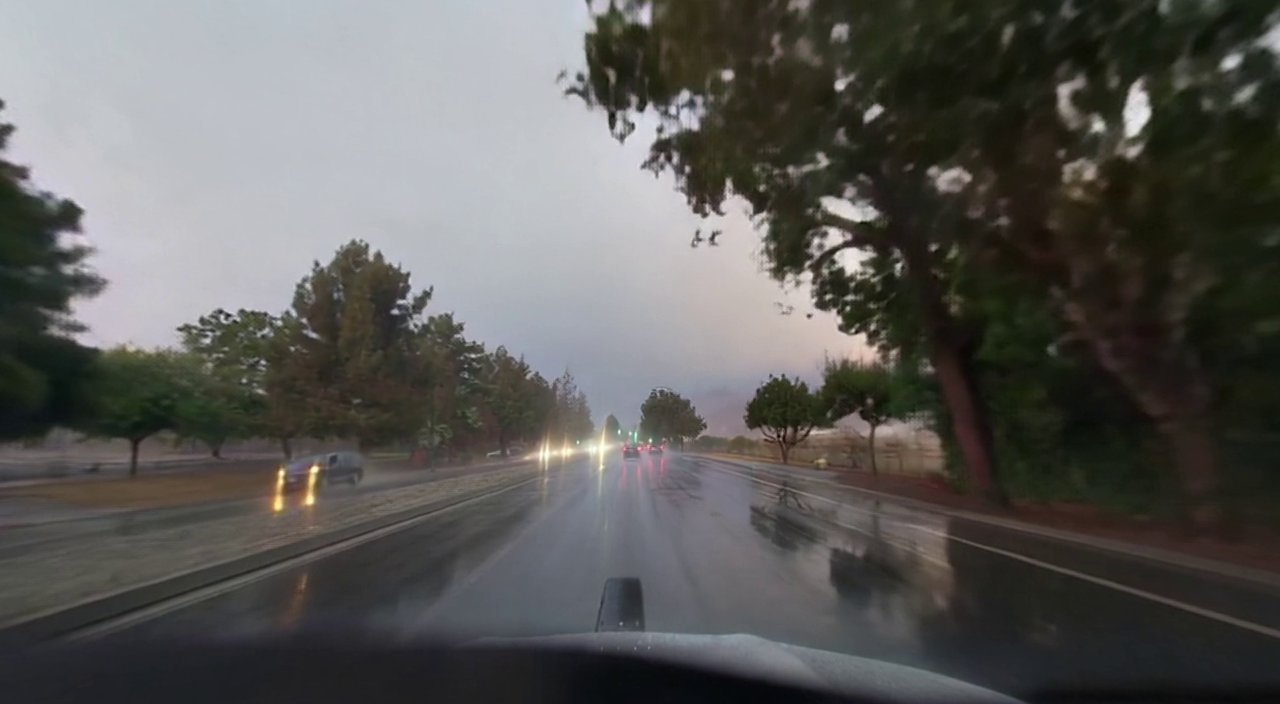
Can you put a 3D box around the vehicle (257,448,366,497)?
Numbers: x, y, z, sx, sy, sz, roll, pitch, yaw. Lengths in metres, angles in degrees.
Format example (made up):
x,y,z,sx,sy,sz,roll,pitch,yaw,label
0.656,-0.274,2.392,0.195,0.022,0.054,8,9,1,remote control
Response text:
x,y,z,sx,sy,sz,roll,pitch,yaw,label
-14.671,5.349,28.641,2.055,1.742,5.503,-4,-8,0,vehicle
